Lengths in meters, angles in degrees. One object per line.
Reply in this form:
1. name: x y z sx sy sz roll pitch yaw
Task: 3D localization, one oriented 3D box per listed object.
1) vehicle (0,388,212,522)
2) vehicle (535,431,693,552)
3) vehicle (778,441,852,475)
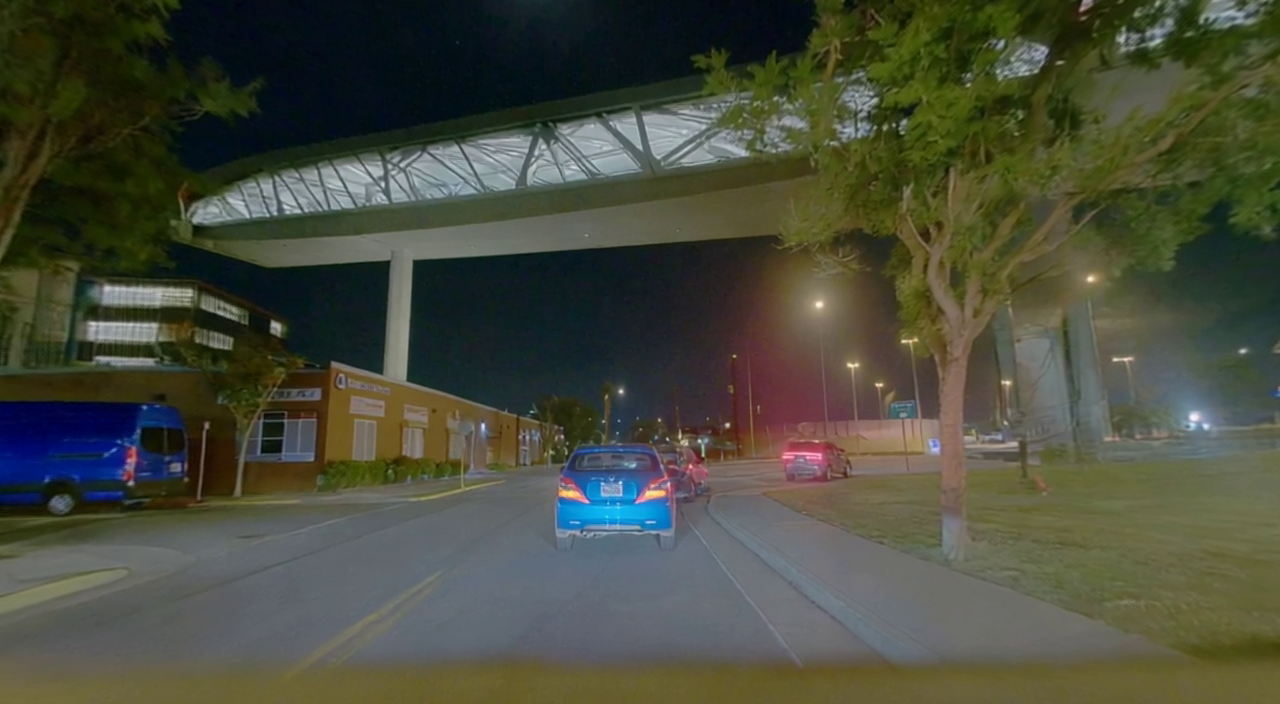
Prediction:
1. vehicle: -13.547 2.344 14.545 5.356 2.762 2.644 0 -9 0
2. vehicle: -0.278 2.208 10.749 2.087 1.578 4.652 0 -9 2
3. vehicle: 10.094 6.038 36.289 4.425 1.828 2.032 8 -12 -43
